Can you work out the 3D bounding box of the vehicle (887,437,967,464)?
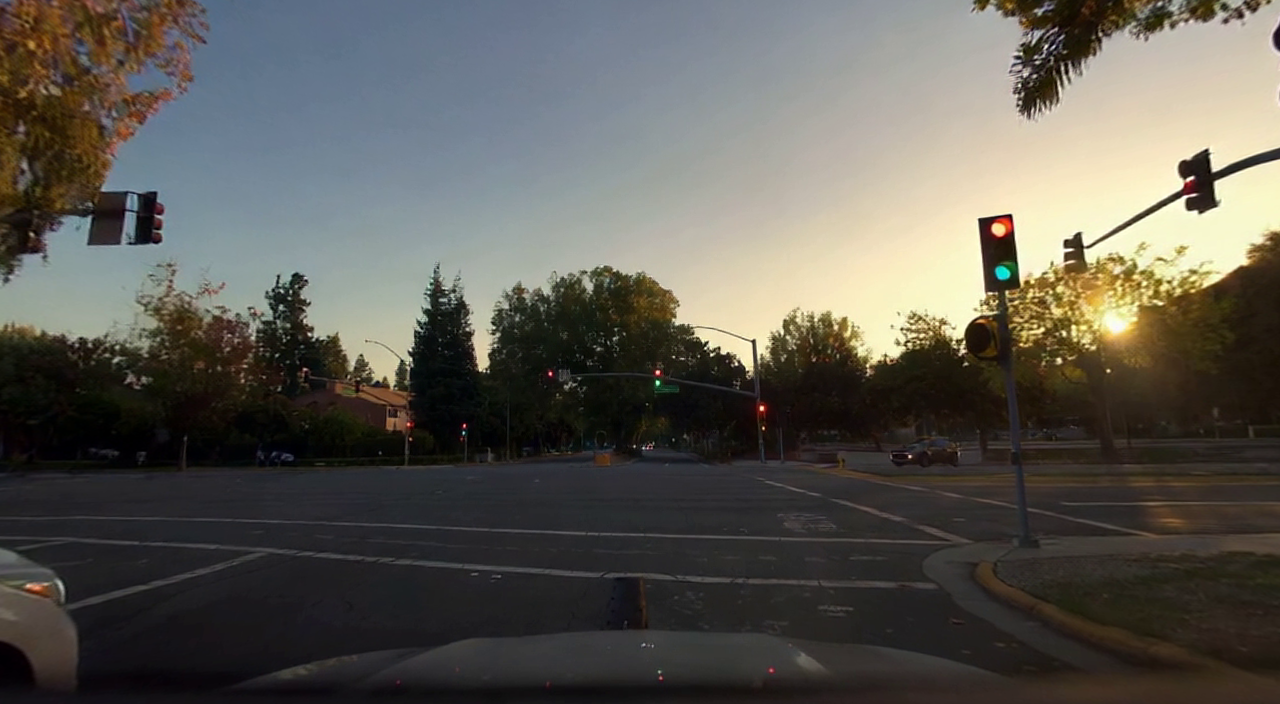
[{"bbox_3d":[16.115,5.560,35.567,3.952,1.468,1.768,-4,-9,22],"label":"vehicle"}]
